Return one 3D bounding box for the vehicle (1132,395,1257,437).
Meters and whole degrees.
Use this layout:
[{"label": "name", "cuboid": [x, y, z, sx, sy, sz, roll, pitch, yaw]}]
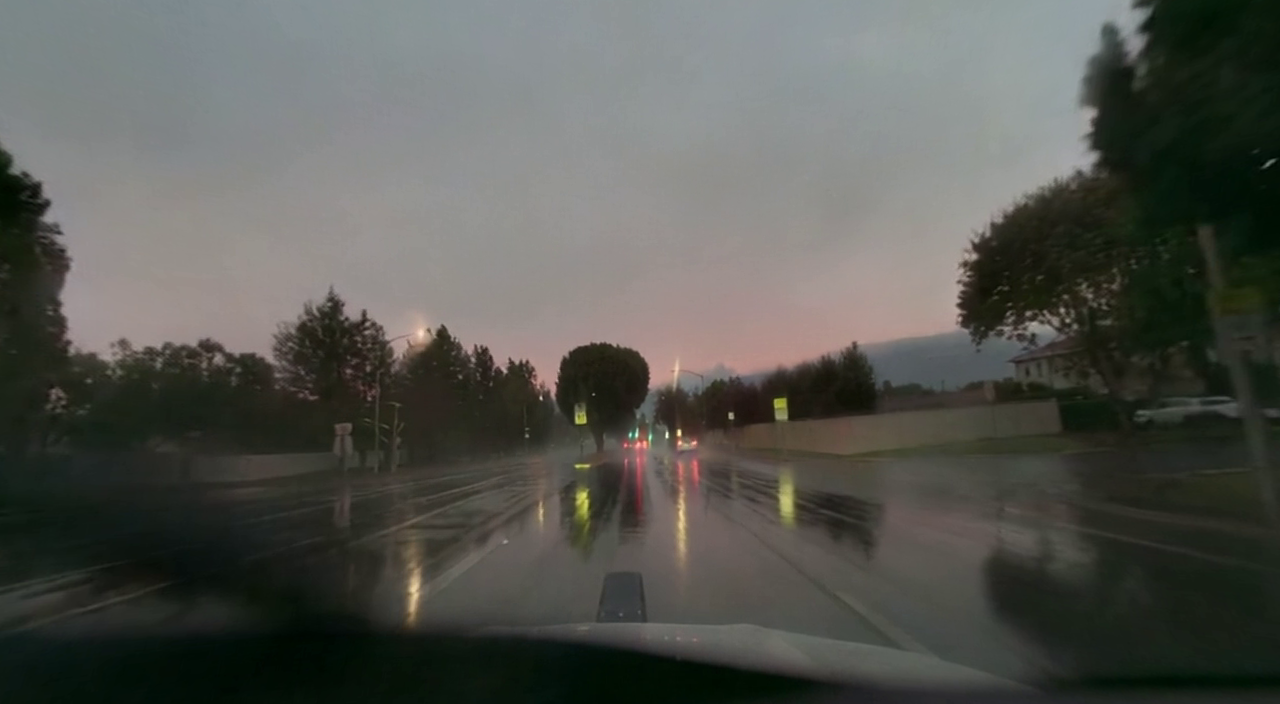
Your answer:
[{"label": "vehicle", "cuboid": [31.094, 3.509, 35.714, 2.072, 2.012, 5.323, -5, -4, -1]}]
